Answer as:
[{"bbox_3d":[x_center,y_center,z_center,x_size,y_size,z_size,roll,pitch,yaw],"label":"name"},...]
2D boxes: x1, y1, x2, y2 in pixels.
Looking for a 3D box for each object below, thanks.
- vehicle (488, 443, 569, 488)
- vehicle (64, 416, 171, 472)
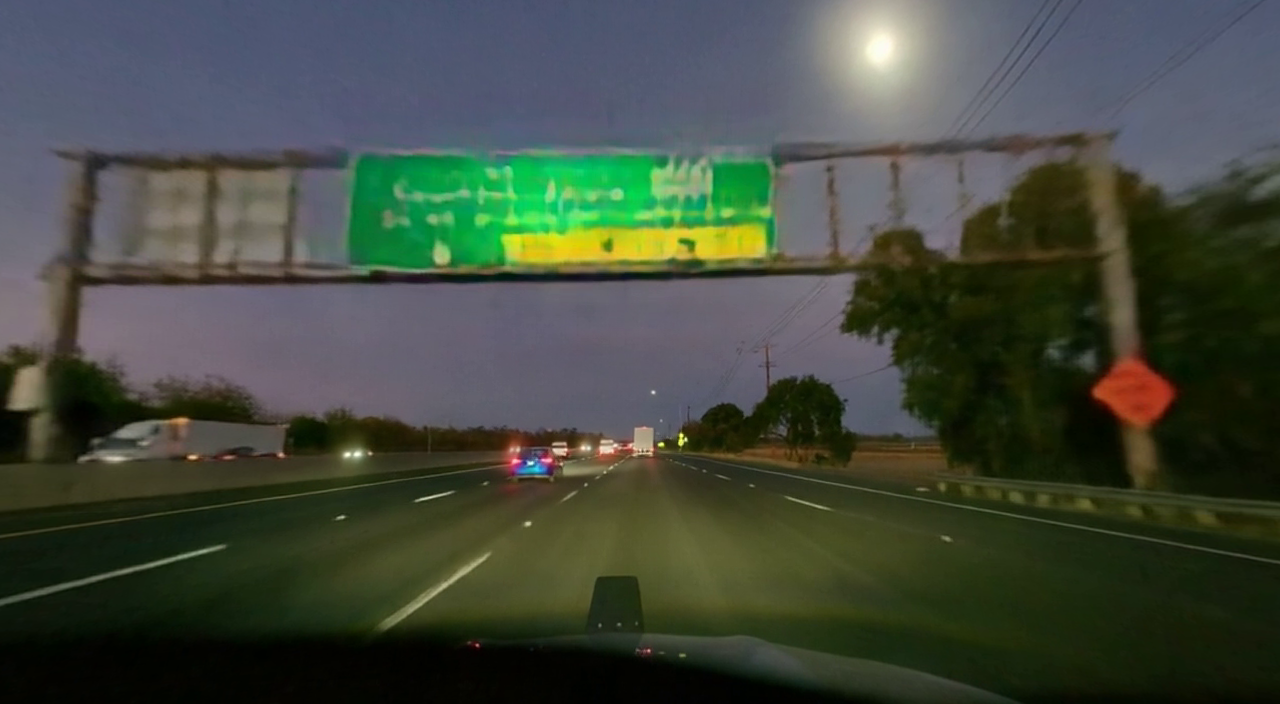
[{"bbox_3d":[-4.026,4.168,23.543,2.104,1.501,4.459,0,-9,1],"label":"vehicle"},{"bbox_3d":[-39.769,7.078,48.263,2.850,3.973,5.923,0,-9,0],"label":"vehicle"}]
